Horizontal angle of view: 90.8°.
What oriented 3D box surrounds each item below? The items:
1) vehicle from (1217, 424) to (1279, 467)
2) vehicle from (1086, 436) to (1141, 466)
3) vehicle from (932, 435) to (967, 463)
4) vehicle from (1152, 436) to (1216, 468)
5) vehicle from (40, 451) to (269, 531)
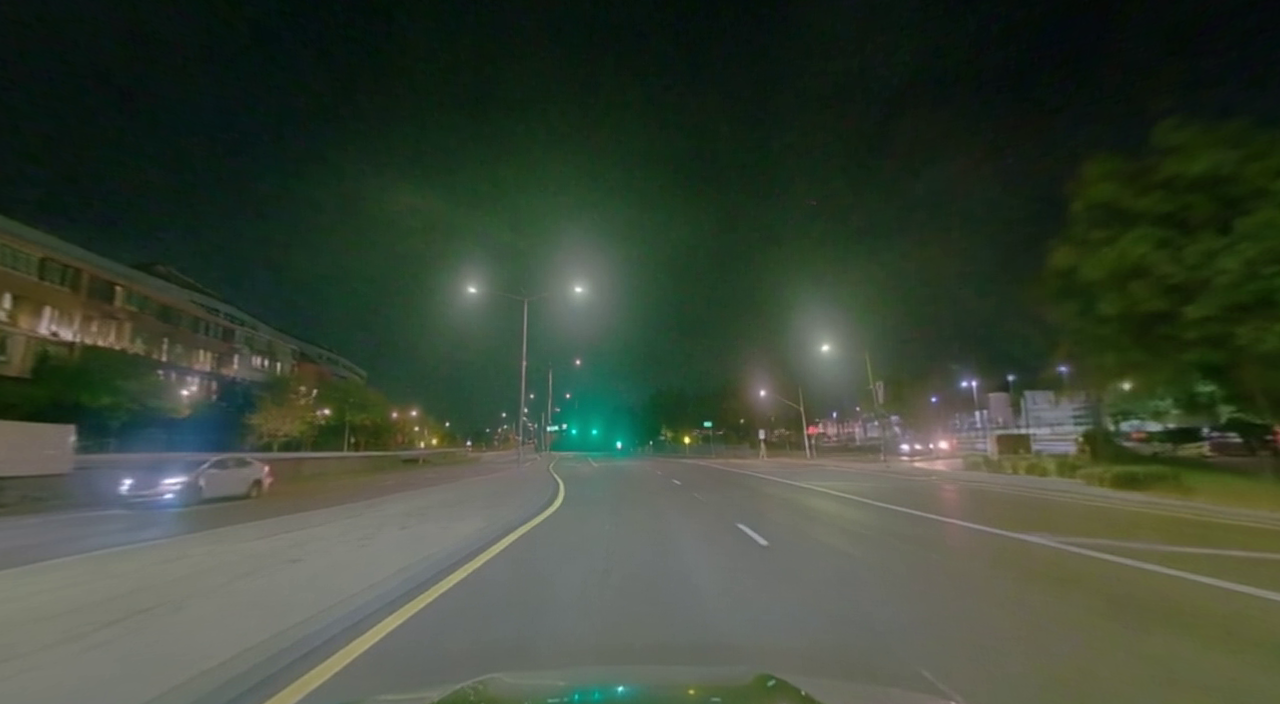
[{"bbox_3d":[28.478,4.274,28.927,4.634,1.789,2.149,6,-10,-38],"label":"vehicle"},{"bbox_3d":[24.397,5.055,32.466,1.910,1.415,4.383,-7,-10,39],"label":"vehicle"},{"bbox_3d":[23.664,7.453,48.429,2.177,1.983,5.217,-3,-10,24],"label":"vehicle"},{"bbox_3d":[26.612,4.861,30.860,1.928,1.437,3.935,-8,-11,44],"label":"vehicle"},{"bbox_3d":[-11.199,3.174,15.133,2.032,1.480,4.591,0,-8,-3],"label":"vehicle"}]
